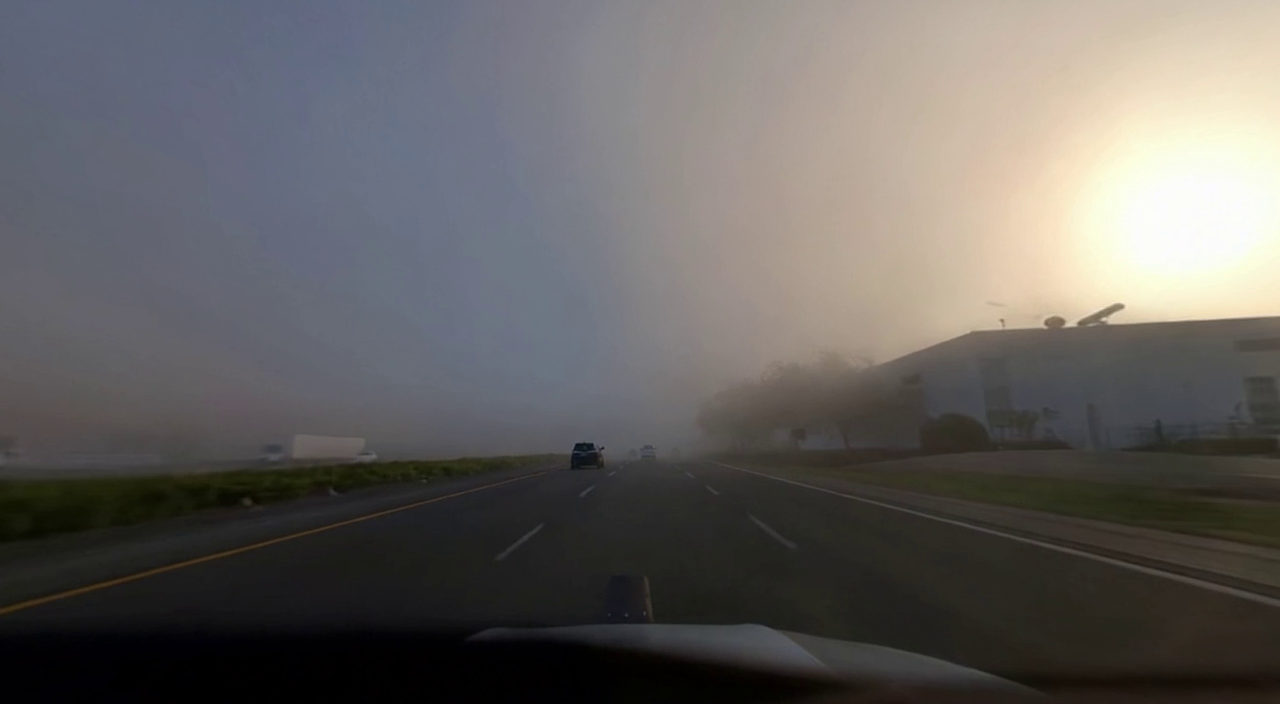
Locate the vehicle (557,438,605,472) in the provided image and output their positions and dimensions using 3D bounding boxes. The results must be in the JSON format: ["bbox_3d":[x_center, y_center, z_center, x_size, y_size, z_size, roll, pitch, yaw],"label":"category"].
[{"bbox_3d":[-3.358,6.021,37.064,2.218,1.850,4.774,-1,-9,2],"label":"vehicle"}]
